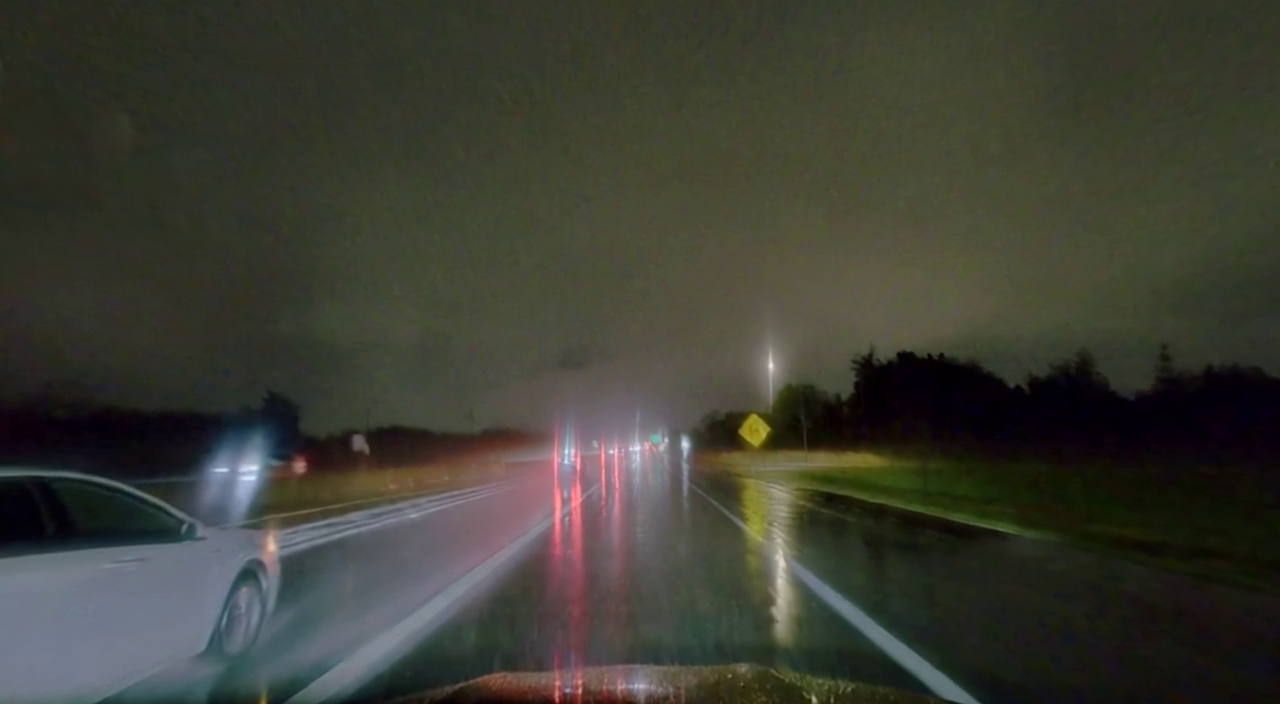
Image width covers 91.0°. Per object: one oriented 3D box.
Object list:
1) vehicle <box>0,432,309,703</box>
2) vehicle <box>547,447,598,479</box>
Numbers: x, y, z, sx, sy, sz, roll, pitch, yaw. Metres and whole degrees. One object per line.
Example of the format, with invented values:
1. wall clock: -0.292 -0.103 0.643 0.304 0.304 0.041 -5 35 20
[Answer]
1. vehicle: -4.027 1.195 3.392 2.011 1.481 4.434 0 -9 1
2. vehicle: -3.411 5.763 32.830 2.044 1.527 4.607 0 -9 1
